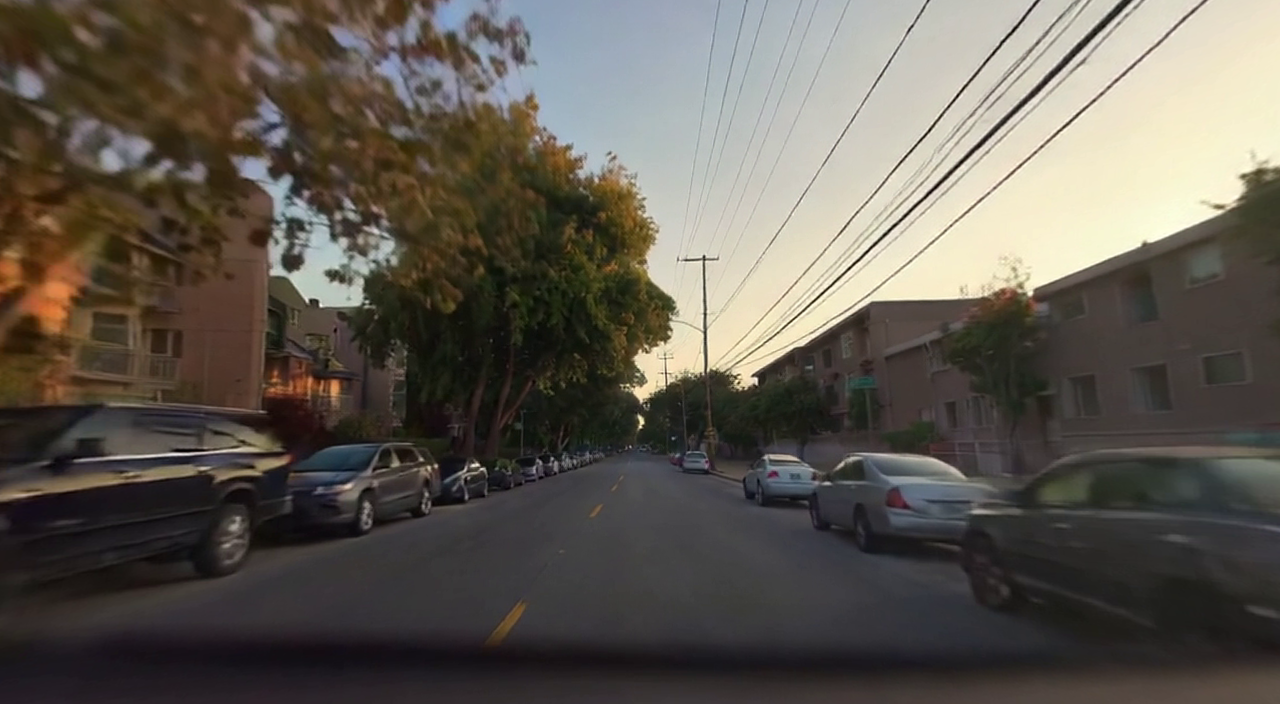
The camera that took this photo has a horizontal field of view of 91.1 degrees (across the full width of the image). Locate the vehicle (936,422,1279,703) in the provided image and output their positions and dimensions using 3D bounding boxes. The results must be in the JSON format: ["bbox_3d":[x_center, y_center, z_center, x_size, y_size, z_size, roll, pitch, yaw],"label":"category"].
[{"bbox_3d":[3.772,1.227,3.780,1.881,1.500,4.299,0,-9,0],"label":"vehicle"}]

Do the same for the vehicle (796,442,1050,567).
[{"bbox_3d":[3.921,2.167,9.727,1.846,1.464,4.420,0,-9,0],"label":"vehicle"}]

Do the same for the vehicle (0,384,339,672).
[{"bbox_3d":[-6.138,1.709,7.158,2.376,2.219,6.021,-2,-8,1],"label":"vehicle"}]

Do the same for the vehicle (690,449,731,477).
[{"bbox_3d":[4.041,6.406,36.496,1.883,1.527,3.828,0,-9,-1],"label":"vehicle"}]
